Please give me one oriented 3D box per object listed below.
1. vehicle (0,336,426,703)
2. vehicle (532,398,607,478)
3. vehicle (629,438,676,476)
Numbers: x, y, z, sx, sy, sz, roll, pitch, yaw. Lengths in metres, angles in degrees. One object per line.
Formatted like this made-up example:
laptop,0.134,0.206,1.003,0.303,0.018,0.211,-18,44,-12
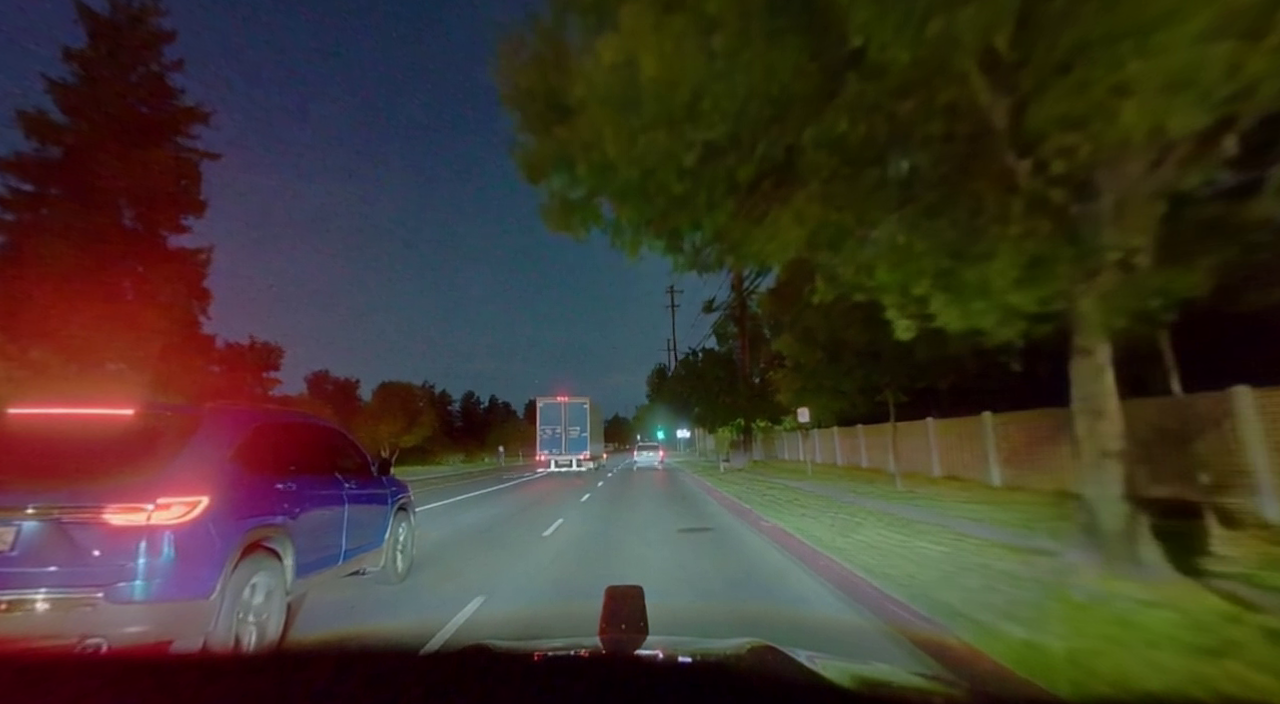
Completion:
vehicle,-3.435,1.184,4.614,2.093,1.832,4.508,0,-9,1
vehicle,-3.476,4.661,33.777,2.928,3.658,8.980,0,-8,0
vehicle,0.606,5.197,31.407,2.174,1.749,4.113,0,-9,1
